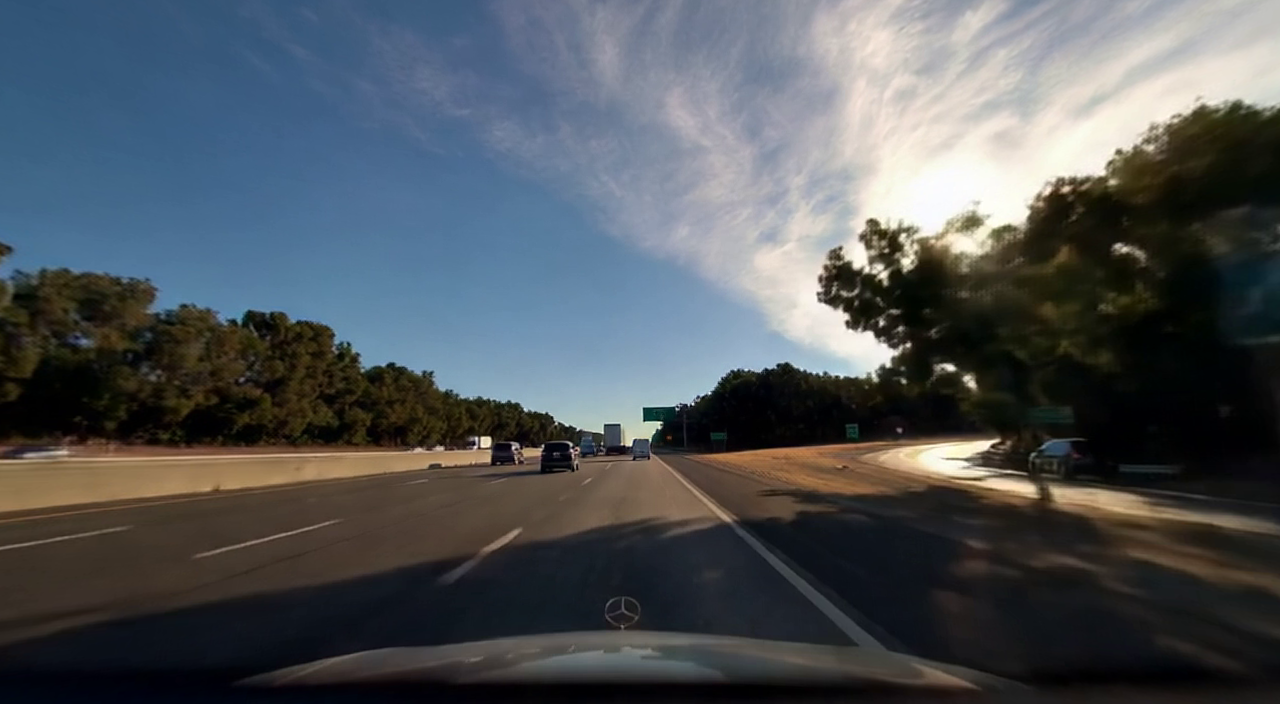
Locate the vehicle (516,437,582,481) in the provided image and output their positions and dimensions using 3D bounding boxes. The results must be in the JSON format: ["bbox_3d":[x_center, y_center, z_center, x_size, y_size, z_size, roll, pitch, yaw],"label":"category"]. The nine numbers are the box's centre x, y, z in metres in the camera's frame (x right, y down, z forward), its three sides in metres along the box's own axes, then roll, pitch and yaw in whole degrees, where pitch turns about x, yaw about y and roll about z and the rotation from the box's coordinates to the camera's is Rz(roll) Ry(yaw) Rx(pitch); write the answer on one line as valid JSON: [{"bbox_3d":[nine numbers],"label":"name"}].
[{"bbox_3d":[-3.788,4.547,26.926,2.094,1.695,4.260,0,-9,1],"label":"vehicle"}]

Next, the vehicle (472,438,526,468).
[{"bbox_3d":[-10.278,7.398,46.428,2.519,2.029,6.180,0,-9,1],"label":"vehicle"}]

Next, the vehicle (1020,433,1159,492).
[{"bbox_3d":[15.710,3.873,22.415,2.200,1.827,4.822,-2,-9,12],"label":"vehicle"}]

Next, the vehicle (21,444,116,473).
[{"bbox_3d":[-31.227,5.822,34.560,1.651,1.464,3.729,0,-9,1],"label":"vehicle"}]
